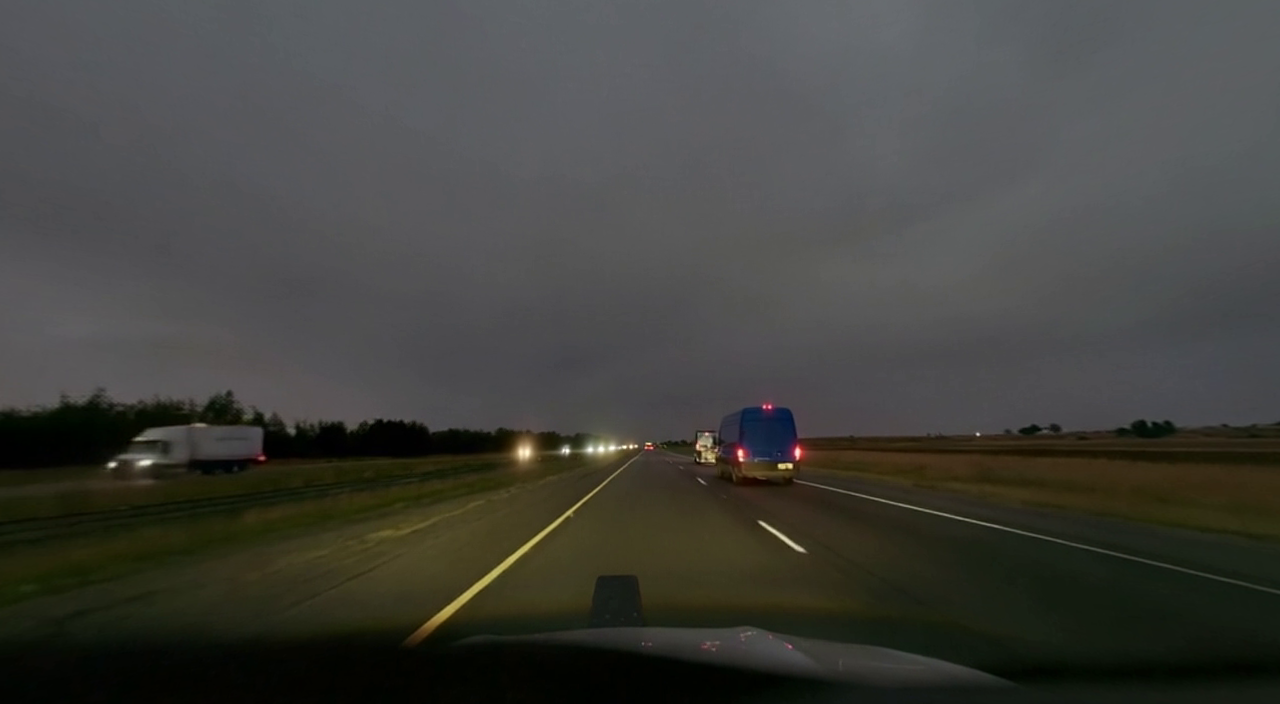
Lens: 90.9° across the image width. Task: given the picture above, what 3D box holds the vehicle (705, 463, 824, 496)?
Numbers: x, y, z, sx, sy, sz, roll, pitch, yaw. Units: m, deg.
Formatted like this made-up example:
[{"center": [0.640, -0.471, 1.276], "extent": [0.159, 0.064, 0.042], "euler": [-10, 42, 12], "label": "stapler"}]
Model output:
[{"center": [3.965, 4.297, 21.661], "extent": [2.702, 0.824, 6.391], "euler": [0, -9, -1], "label": "vehicle"}]

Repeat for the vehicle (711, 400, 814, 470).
[{"center": [3.980, 2.929, 21.706], "extent": [2.444, 2.053, 5.616], "euler": [0, -9, 0], "label": "vehicle"}]

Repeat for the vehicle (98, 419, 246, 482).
[{"center": [-32.357, 6.915, 44.363], "extent": [2.897, 3.901, 9.462], "euler": [0, -9, 1], "label": "vehicle"}]
